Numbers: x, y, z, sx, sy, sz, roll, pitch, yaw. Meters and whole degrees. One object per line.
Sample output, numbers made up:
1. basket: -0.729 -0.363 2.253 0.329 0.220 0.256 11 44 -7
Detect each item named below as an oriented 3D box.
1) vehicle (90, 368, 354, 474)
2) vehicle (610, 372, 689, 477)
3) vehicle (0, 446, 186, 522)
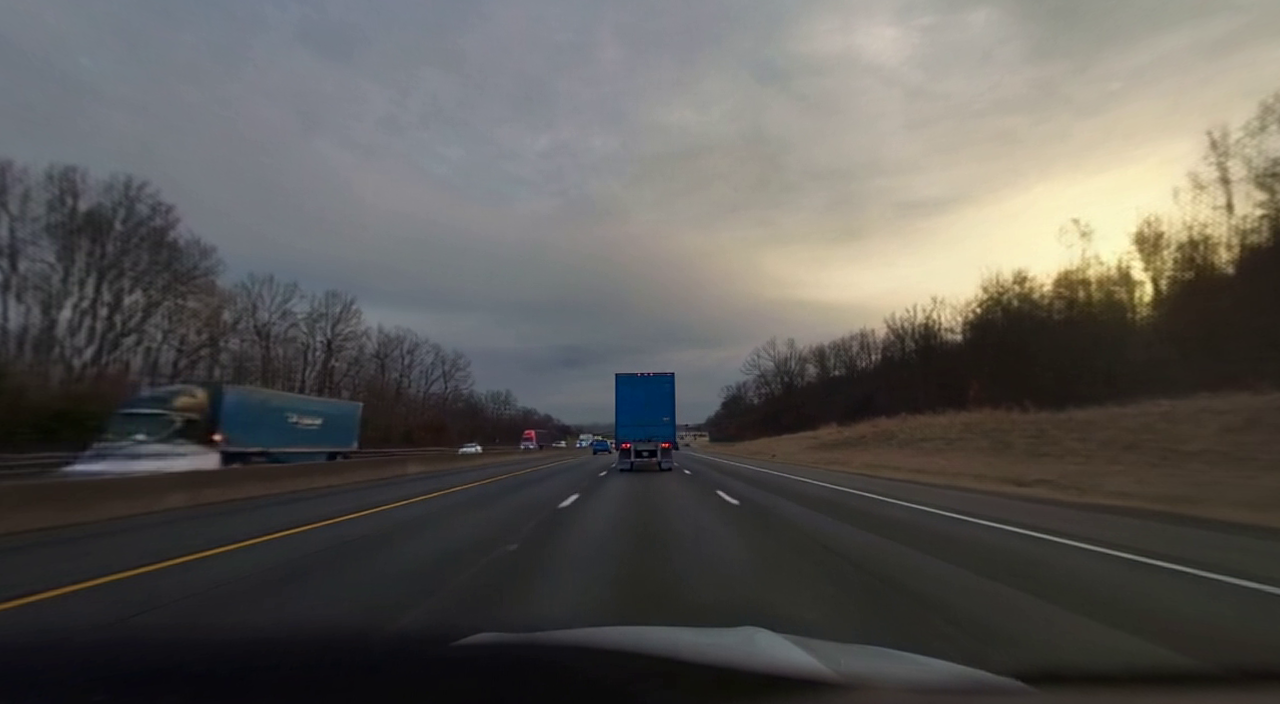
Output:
1. vehicle: -21.049 4.074 34.294 2.994 4.401 16.665 0 -9 0
2. vehicle: 0.363 3.535 29.333 3.010 4.039 10.481 0 -8 0
3. vehicle: -12.671 2.879 14.243 1.811 1.445 3.854 0 -8 0
